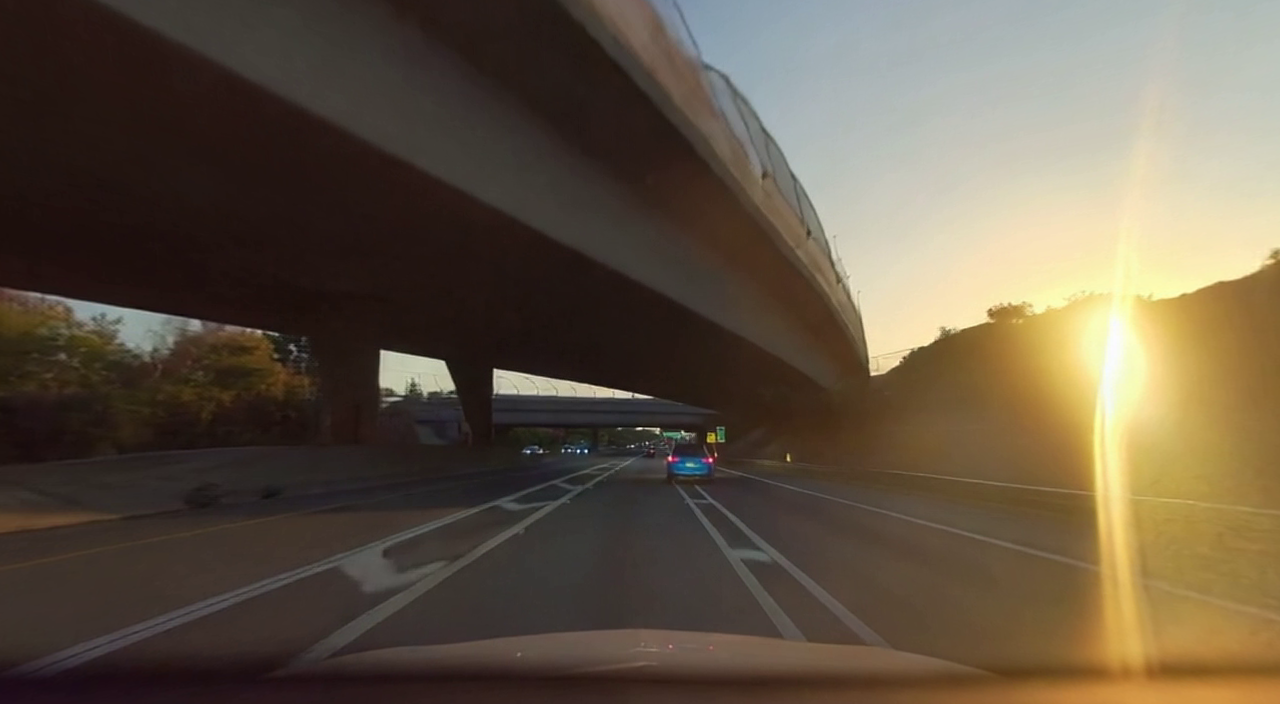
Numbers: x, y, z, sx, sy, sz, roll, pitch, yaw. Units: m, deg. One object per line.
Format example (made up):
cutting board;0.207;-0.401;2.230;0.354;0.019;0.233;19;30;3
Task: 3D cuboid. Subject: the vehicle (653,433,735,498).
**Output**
vehicle;1.506;3.352;19.055;2.143;1.693;4.513;-1;-8;2
